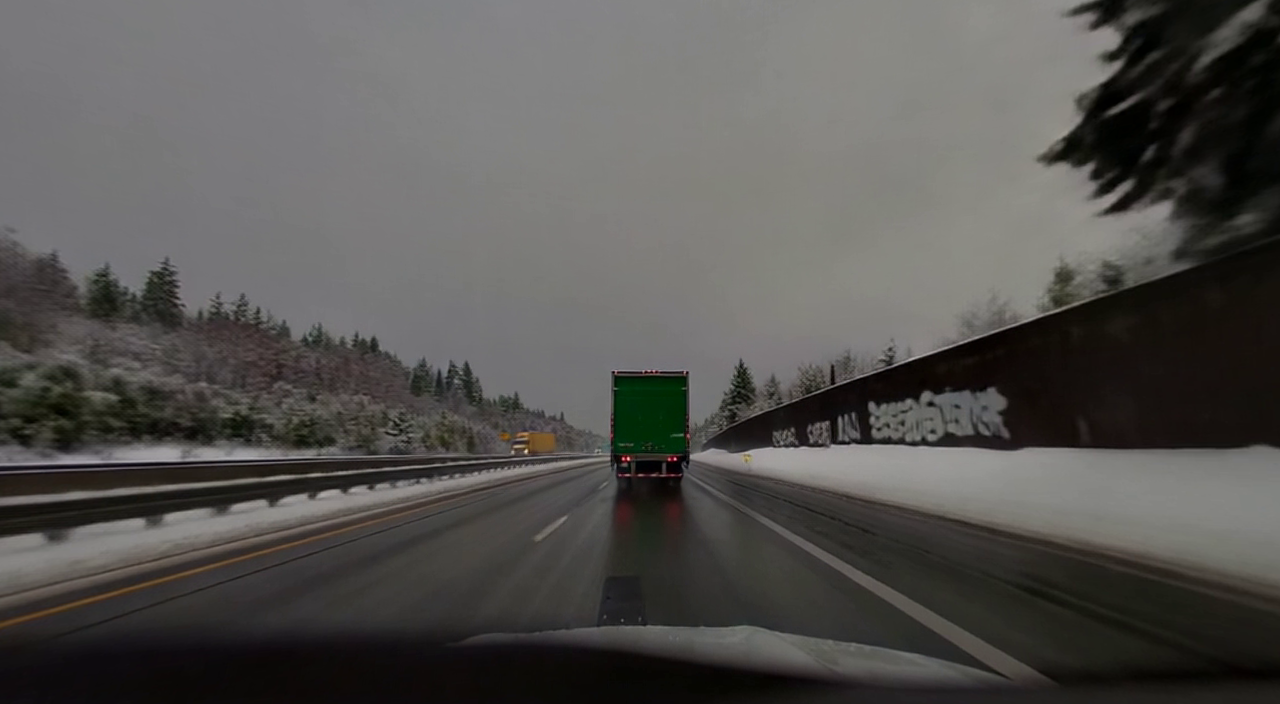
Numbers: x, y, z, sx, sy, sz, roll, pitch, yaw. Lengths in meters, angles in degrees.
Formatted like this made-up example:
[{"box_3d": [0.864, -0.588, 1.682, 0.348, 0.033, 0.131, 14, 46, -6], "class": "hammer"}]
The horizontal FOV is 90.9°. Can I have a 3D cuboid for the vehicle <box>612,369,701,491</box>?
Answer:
[{"box_3d": [0.428, 3.316, 25.710, 2.900, 3.955, 10.151, 0, -9, -1], "class": "vehicle"}]
